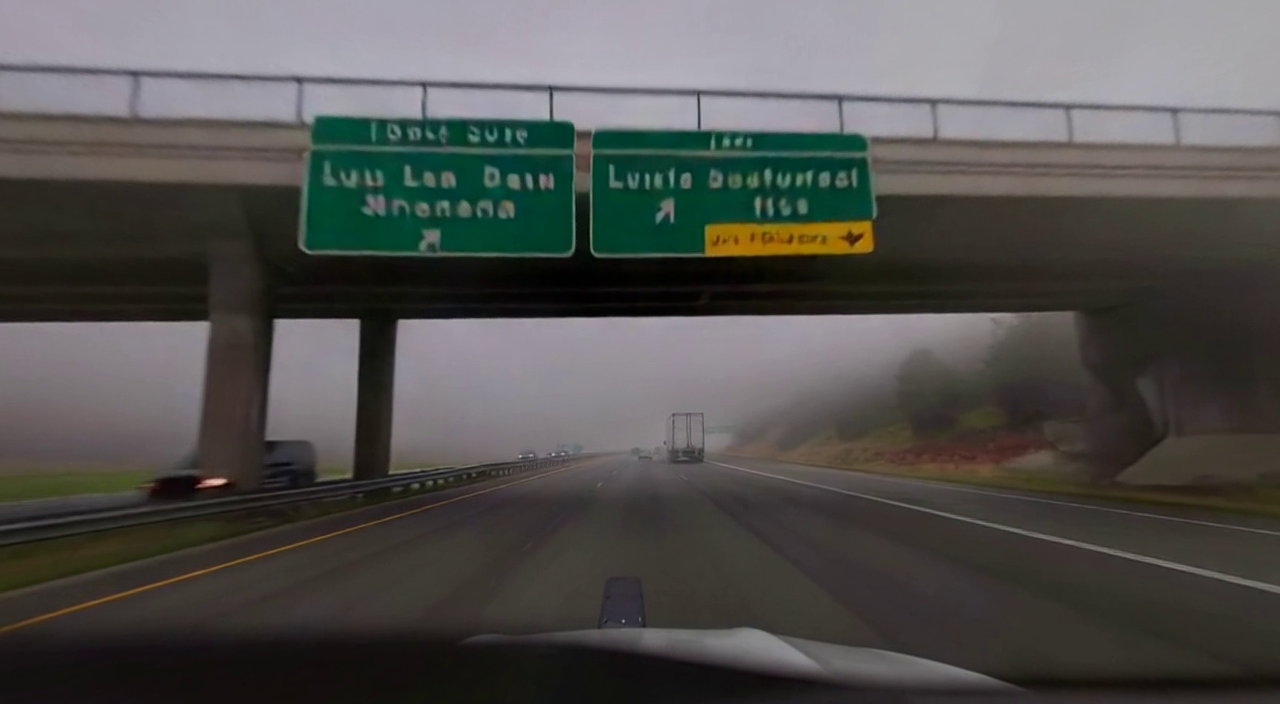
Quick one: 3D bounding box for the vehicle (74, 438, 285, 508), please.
[{"bbox_3d":[-11.764,3.104,16.638,1.965,1.553,4.715,0,-9,0],"label":"vehicle"}]
